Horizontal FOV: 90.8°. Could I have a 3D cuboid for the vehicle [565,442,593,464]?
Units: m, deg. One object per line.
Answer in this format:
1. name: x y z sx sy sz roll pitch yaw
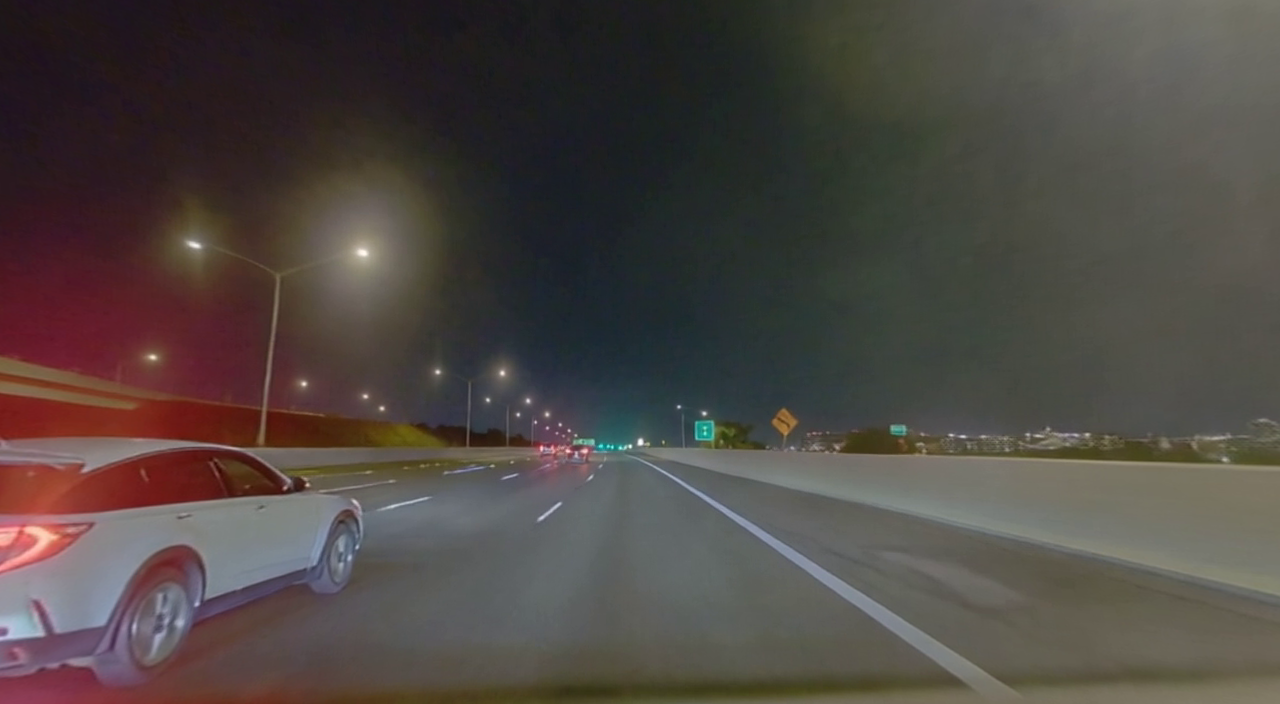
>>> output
1. vehicle: -4.737 7.881 49.434 1.971 1.643 4.009 0 -8 -2
